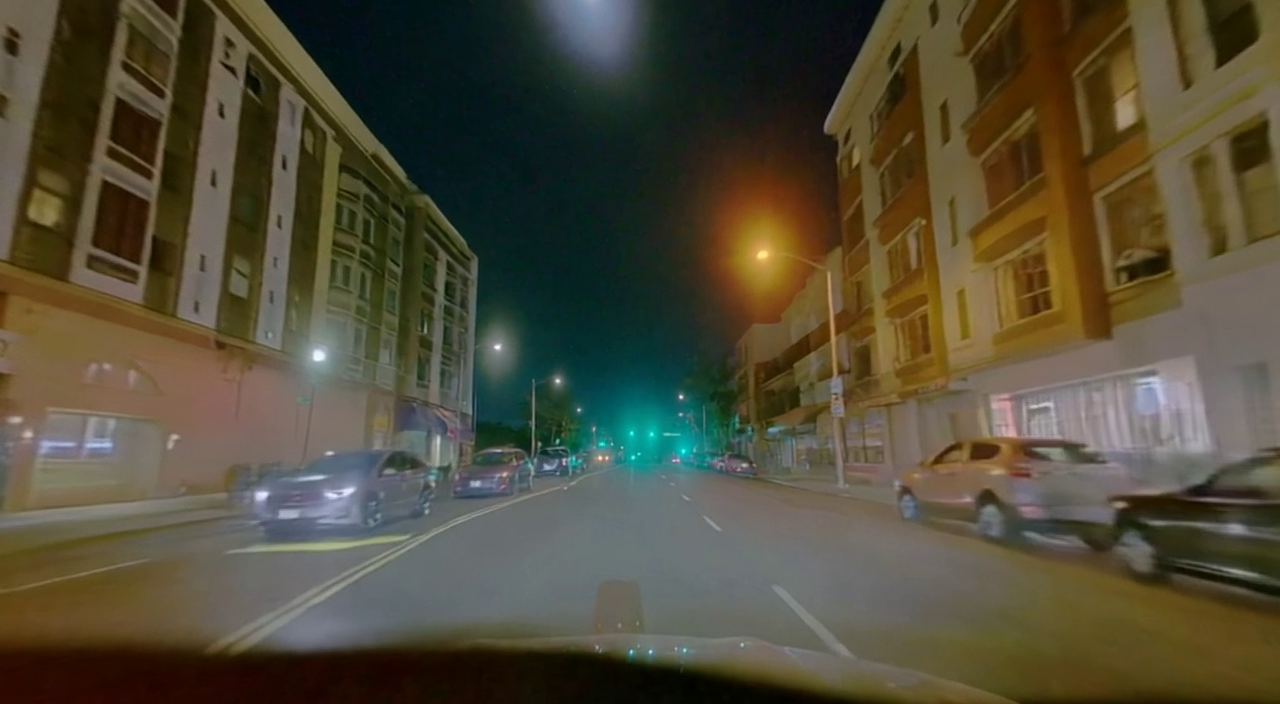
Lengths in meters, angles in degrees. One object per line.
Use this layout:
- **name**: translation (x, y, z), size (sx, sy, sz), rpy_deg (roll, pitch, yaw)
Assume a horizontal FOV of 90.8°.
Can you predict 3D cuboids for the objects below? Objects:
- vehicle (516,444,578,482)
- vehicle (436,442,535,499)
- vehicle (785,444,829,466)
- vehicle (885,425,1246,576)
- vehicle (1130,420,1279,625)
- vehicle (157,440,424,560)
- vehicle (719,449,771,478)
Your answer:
- **vehicle**: translation (-4.326, 5.246, 30.173), size (2.145, 1.653, 4.421), rpy_deg (-1, -8, 2)
- **vehicle**: translation (-4.877, 3.789, 20.614), size (1.950, 1.636, 4.253), rpy_deg (-1, -8, 3)
- **vehicle**: translation (11.761, 7.271, 44.802), size (1.866, 1.506, 4.934), rpy_deg (0, -8, 1)
- **vehicle**: translation (5.911, 2.082, 9.835), size (2.138, 1.715, 4.886), rpy_deg (0, -8, -1)
- **vehicle**: translation (5.930, 1.205, 4.110), size (1.957, 1.572, 4.418), rpy_deg (0, -8, 1)
- **vehicle**: translation (-5.207, 2.201, 10.154), size (1.949, 1.533, 3.864), rpy_deg (-1, -8, 2)
- **vehicle**: translation (6.025, 6.442, 36.836), size (2.054, 1.525, 4.258), rpy_deg (0, -8, -4)
